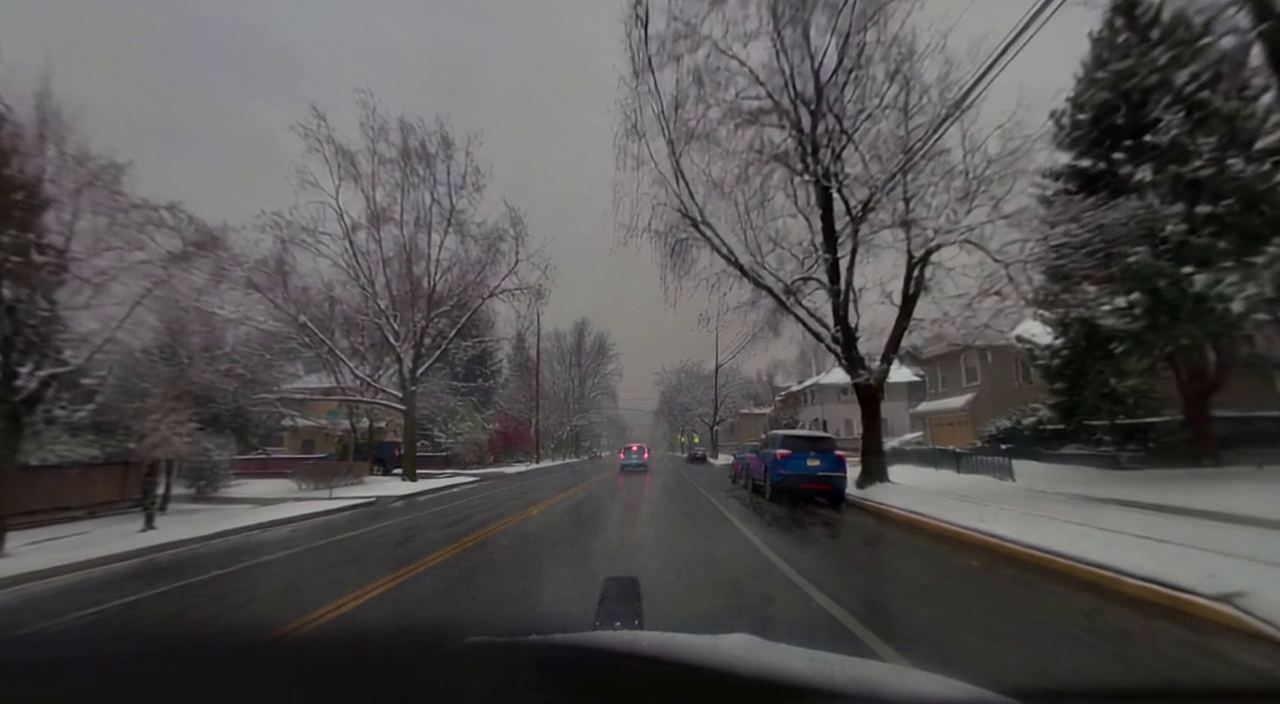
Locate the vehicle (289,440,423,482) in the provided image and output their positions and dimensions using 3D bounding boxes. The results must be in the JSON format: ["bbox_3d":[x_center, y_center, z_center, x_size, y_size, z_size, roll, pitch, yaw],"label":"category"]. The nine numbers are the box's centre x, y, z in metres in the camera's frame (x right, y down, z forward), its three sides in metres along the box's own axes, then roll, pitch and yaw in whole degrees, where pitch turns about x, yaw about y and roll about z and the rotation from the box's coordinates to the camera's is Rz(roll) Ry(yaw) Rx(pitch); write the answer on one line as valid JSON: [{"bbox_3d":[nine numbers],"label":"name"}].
[{"bbox_3d":[-15.372,5.945,34.376,6.278,1.911,2.173,-3,-10,0],"label":"vehicle"}]

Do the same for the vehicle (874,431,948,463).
[{"bbox_3d":[15.088,5.328,35.314,1.919,1.677,4.590,0,-8,-3],"label":"vehicle"}]

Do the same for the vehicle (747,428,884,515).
[{"bbox_3d":[4.164,2.903,15.973,2.100,1.830,5.040,0,-8,1],"label":"vehicle"}]

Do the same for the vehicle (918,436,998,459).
[{"bbox_3d":[21.383,6.470,42.444,4.311,1.466,2.006,-1,-10,5],"label":"vehicle"}]

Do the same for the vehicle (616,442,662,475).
[{"bbox_3d":[-0.004,5.126,30.618,2.104,1.500,3.815,0,-8,1],"label":"vehicle"}]
